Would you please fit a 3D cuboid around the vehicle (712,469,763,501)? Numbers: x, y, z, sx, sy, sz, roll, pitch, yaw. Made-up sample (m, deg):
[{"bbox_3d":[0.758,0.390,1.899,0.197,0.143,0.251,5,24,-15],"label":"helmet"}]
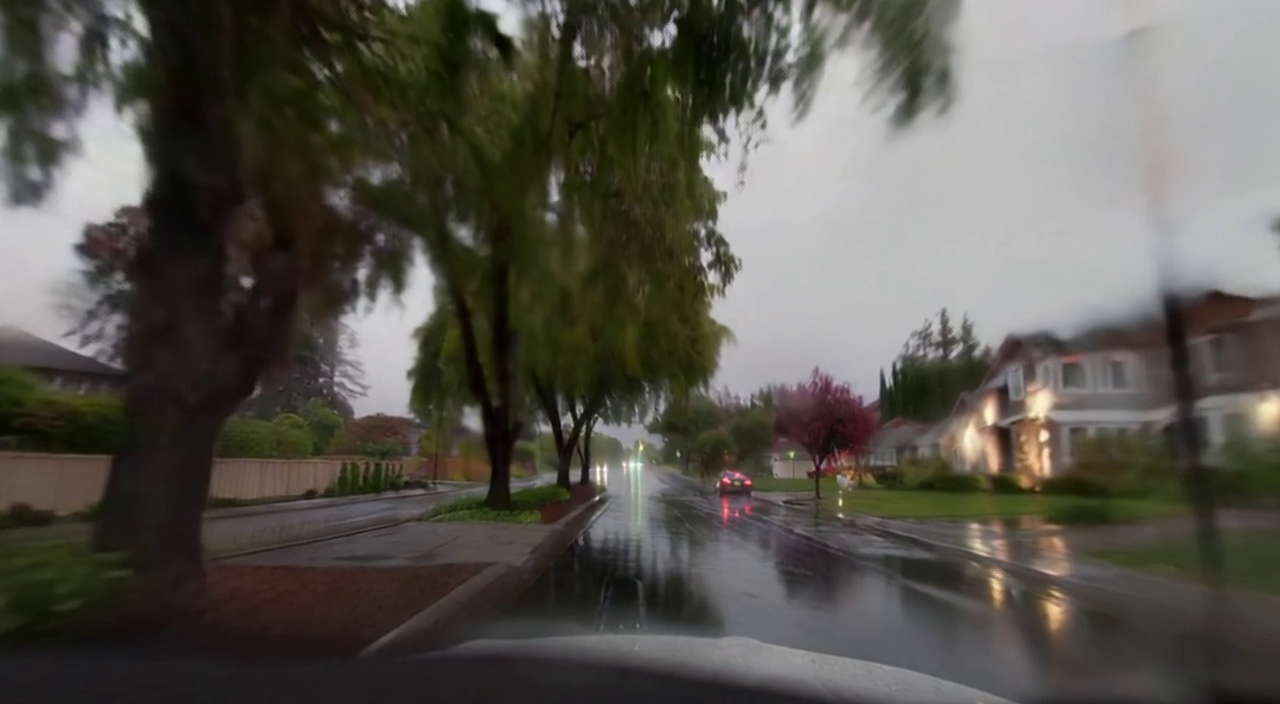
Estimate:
[{"bbox_3d":[5.048,6.951,33.277,1.904,1.475,4.386,0,-9,-1],"label":"vehicle"}]
